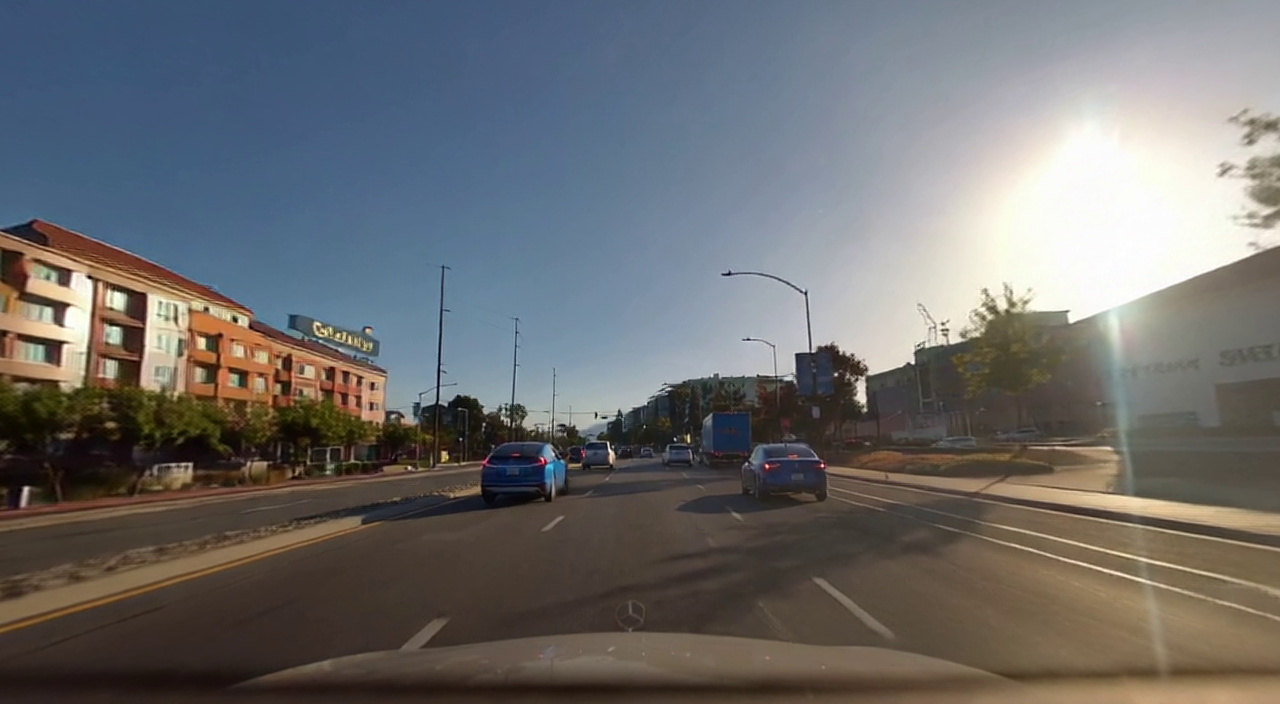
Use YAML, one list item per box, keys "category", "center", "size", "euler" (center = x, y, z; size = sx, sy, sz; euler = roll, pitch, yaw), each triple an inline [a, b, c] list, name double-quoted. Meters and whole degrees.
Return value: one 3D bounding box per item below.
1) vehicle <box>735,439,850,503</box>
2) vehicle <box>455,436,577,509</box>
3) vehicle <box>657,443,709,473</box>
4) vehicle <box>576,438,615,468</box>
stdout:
- category: "vehicle"
  center: [3.812, 3.044, 16.559]
  size: [1.972, 1.452, 4.189]
  euler: [0, -8, 0]
- category: "vehicle"
  center: [-2.846, 2.871, 15.536]
  size: [2.003, 1.509, 4.396]
  euler: [-1, -9, 2]
- category: "vehicle"
  center: [2.154, 5.536, 33.074]
  size: [2.020, 1.461, 4.326]
  euler: [1, -9, -5]
- category: "vehicle"
  center: [-2.758, 6.457, 40.302]
  size: [2.137, 1.796, 4.304]
  euler: [0, -8, 1]
